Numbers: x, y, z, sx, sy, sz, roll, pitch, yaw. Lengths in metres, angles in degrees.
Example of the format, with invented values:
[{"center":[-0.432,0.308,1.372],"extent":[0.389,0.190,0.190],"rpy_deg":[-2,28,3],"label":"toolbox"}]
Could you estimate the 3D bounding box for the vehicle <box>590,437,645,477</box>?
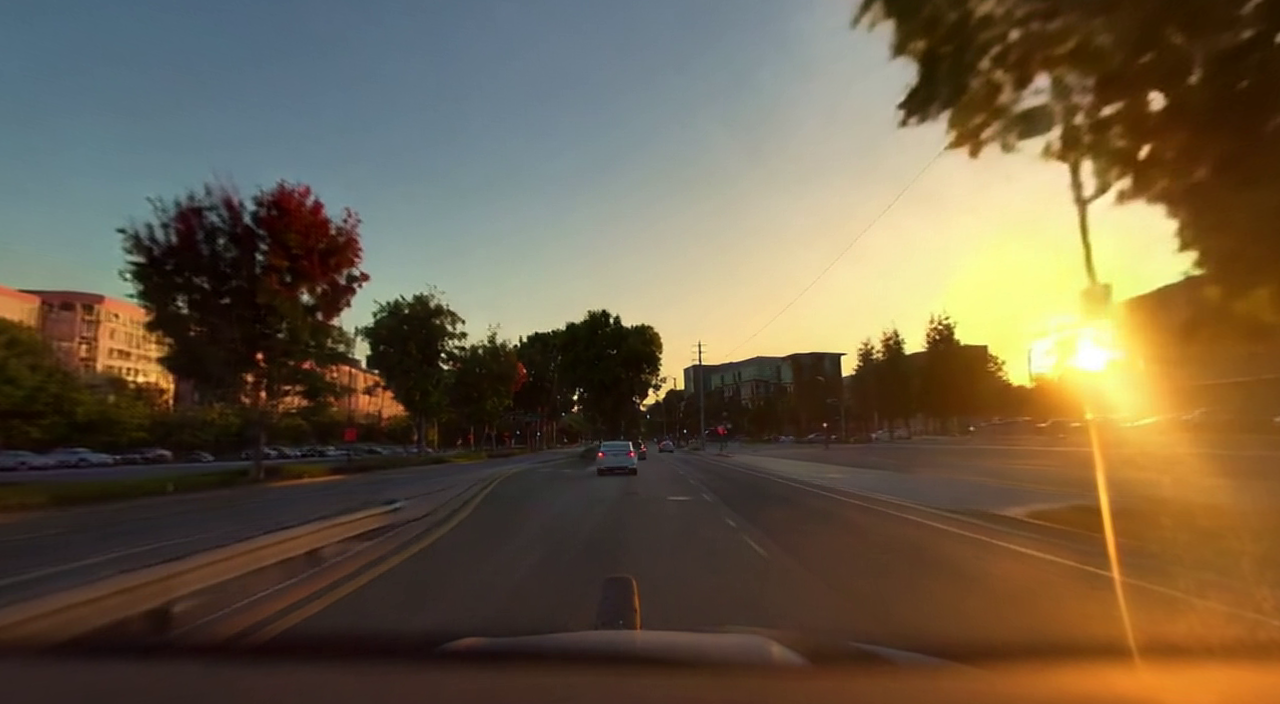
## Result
[{"center":[-0.868,4.254,25.792],"extent":[2.075,1.470,3.962],"rpy_deg":[0,-8,0],"label":"vehicle"}]
